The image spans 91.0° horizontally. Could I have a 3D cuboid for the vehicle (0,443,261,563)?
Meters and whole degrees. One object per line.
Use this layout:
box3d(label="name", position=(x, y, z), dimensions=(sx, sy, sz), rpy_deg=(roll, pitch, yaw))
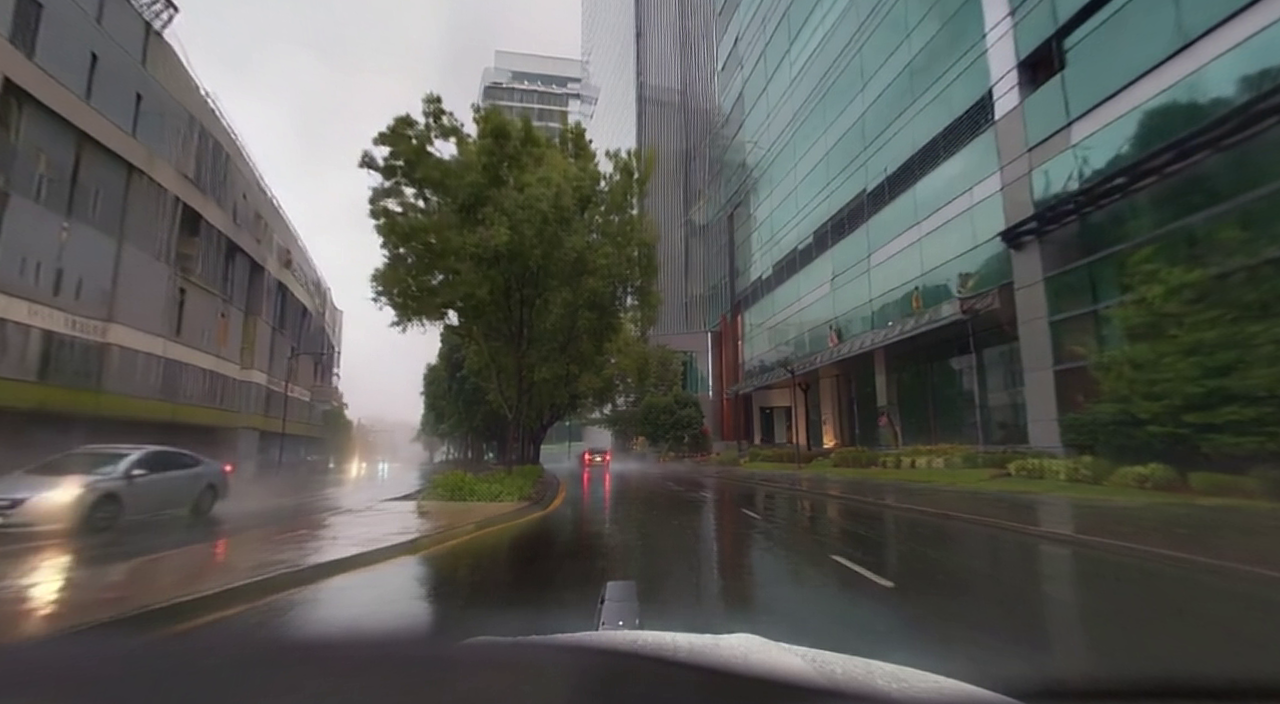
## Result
box3d(label="vehicle", position=(-8.431, 2.275, 10.294), dimensions=(2.004, 1.549, 3.947), rpy_deg=(0, -8, -1))

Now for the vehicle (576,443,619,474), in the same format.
box3d(label="vehicle", position=(-2.798, 6.772, 40.238), dimensions=(2.129, 1.816, 4.851), rpy_deg=(2, -9, -11))
